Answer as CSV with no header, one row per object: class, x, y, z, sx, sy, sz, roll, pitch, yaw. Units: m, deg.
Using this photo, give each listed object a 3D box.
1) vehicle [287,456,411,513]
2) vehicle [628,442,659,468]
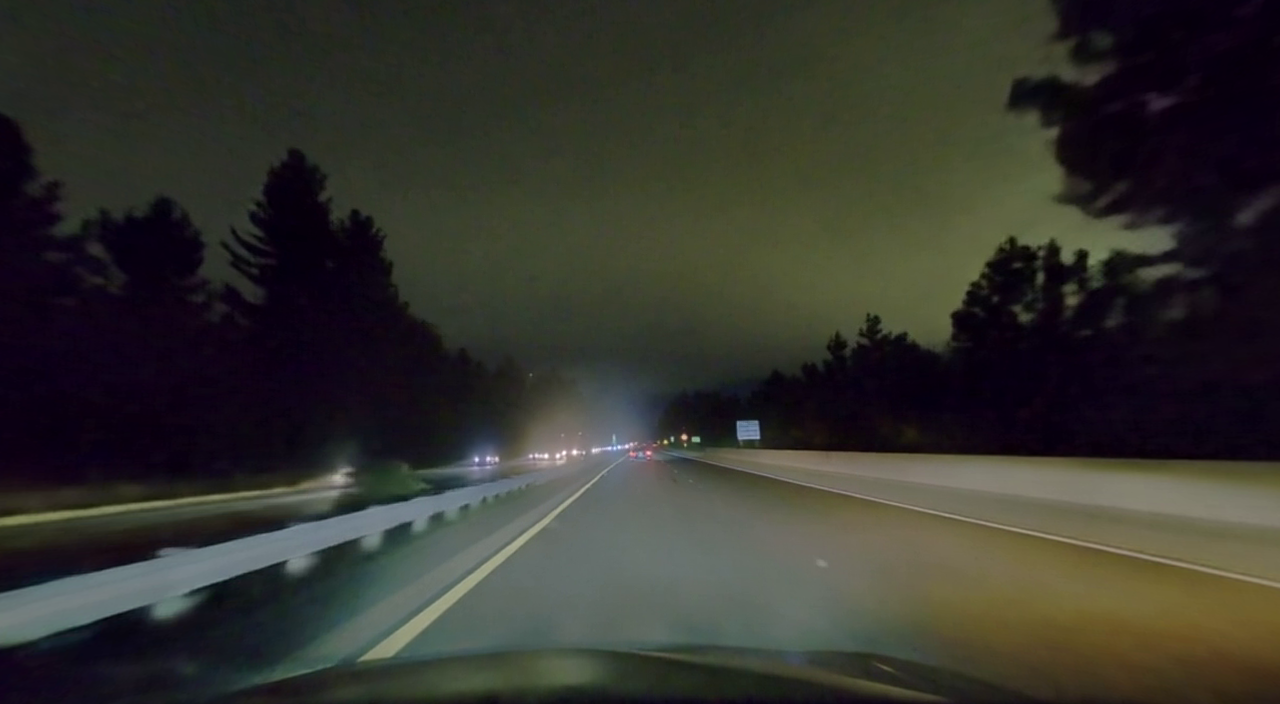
vehicle,-8.776,4.002,19.332,1.919,1.491,3.932,0,-9,0
vehicle,0.252,7.297,44.465,2.098,1.692,4.038,0,-9,0
